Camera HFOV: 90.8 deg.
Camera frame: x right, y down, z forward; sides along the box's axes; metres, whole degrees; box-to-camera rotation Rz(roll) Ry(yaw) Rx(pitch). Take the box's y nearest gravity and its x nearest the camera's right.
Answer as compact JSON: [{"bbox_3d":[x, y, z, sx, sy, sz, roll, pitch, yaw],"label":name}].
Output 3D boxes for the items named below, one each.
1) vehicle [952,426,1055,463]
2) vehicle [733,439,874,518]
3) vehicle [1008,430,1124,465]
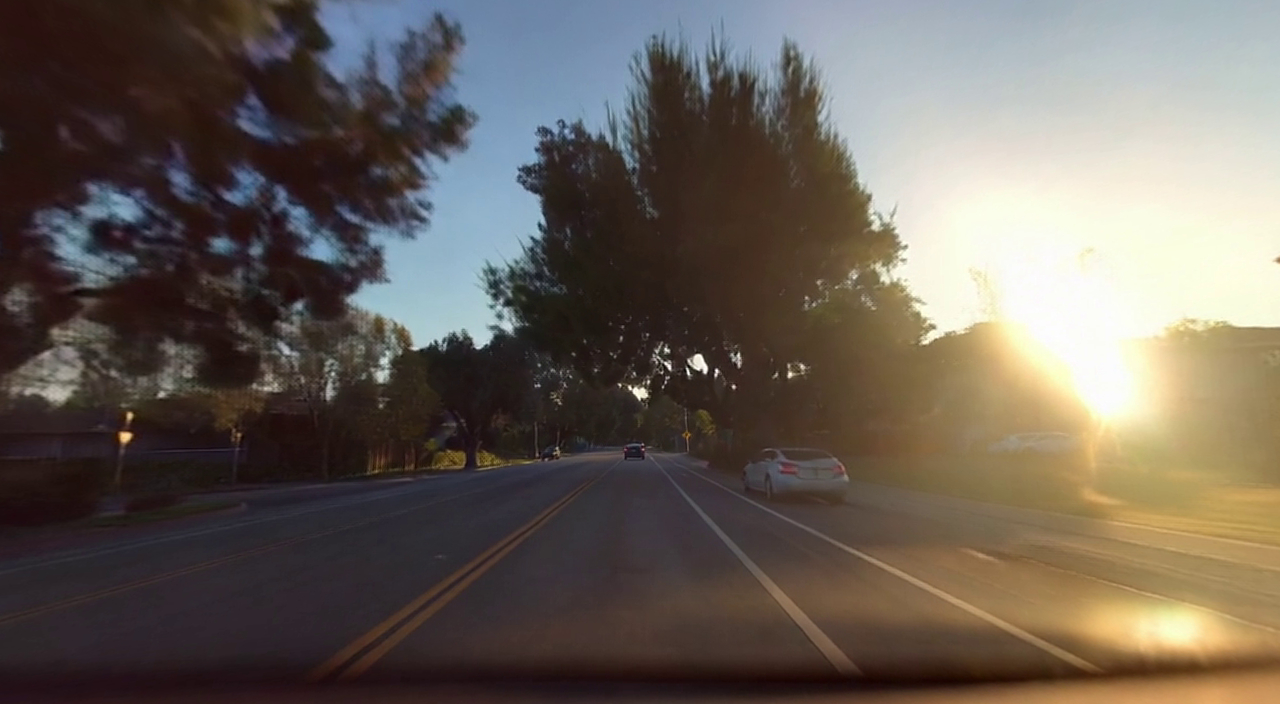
[{"bbox_3d":[22.012,5.625,38.389,4.894,1.828,2.202,-3,-10,-8],"label":"vehicle"},{"bbox_3d":[3.957,3.117,16.188,2.124,1.524,4.698,6,-9,-2],"label":"vehicle"},{"bbox_3d":[21.241,4.778,31.563,4.536,1.654,1.931,1,-9,-7],"label":"vehicle"}]
